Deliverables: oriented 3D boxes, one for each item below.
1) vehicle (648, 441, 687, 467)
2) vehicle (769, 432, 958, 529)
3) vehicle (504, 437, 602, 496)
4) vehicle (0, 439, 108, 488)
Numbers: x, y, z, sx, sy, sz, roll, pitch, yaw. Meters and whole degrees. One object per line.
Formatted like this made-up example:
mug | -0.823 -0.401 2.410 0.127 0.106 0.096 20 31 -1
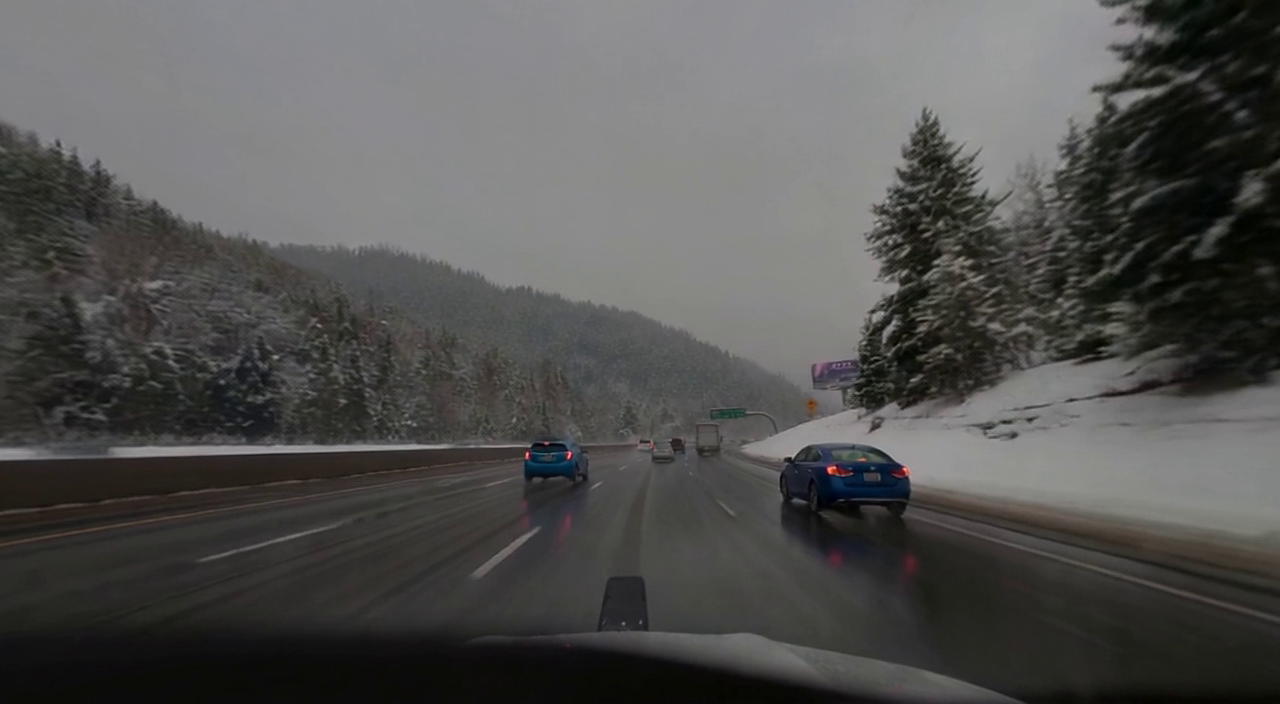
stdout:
vehicle | 1.628 6.047 37.628 2.202 1.467 3.929 -1 -8 3
vehicle | 3.953 2.336 12.082 2.013 1.464 4.317 1 -8 0
vehicle | -2.375 3.294 18.618 2.031 1.491 4.792 -1 -8 3
vehicle | -23.175 4.171 23.933 1.939 1.706 4.486 0 -8 2
